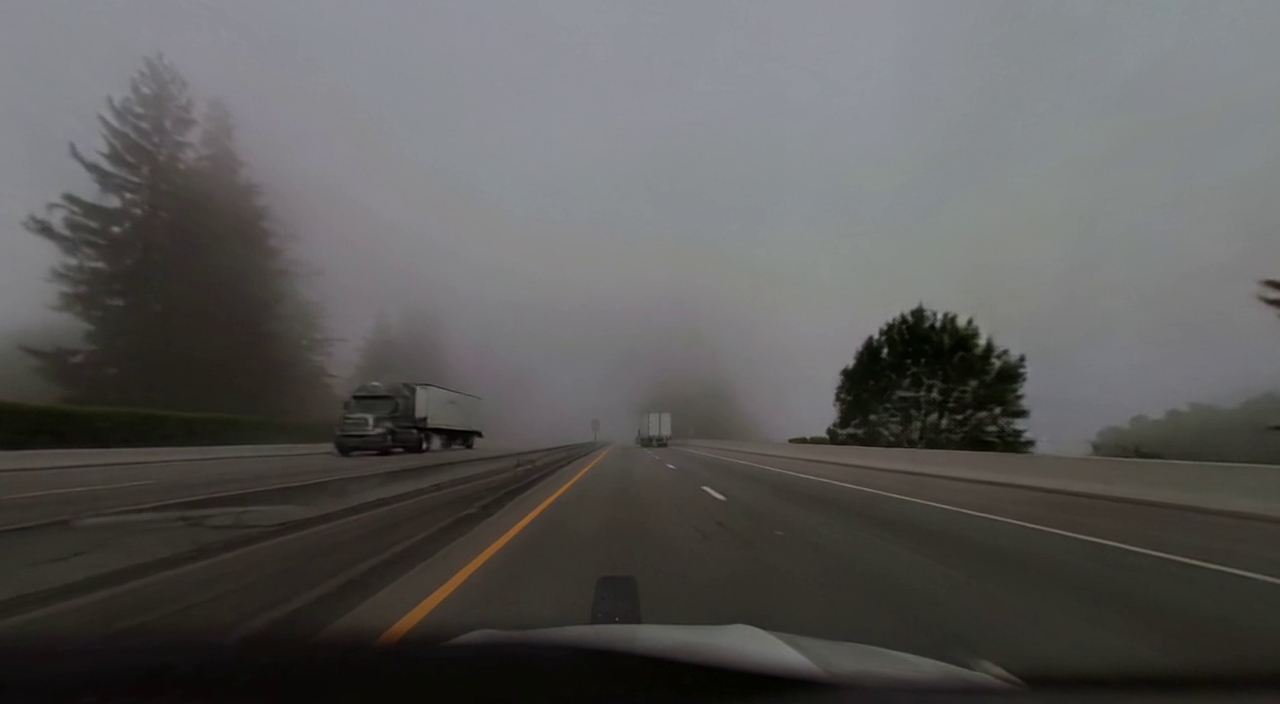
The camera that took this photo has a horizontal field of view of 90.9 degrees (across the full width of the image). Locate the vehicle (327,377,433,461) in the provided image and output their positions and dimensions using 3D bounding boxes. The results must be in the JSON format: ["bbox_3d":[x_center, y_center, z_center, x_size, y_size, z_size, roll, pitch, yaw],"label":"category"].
[{"bbox_3d":[-13.222,3.552,32.676,2.992,3.967,5.823,0,-8,-1],"label":"vehicle"}]
